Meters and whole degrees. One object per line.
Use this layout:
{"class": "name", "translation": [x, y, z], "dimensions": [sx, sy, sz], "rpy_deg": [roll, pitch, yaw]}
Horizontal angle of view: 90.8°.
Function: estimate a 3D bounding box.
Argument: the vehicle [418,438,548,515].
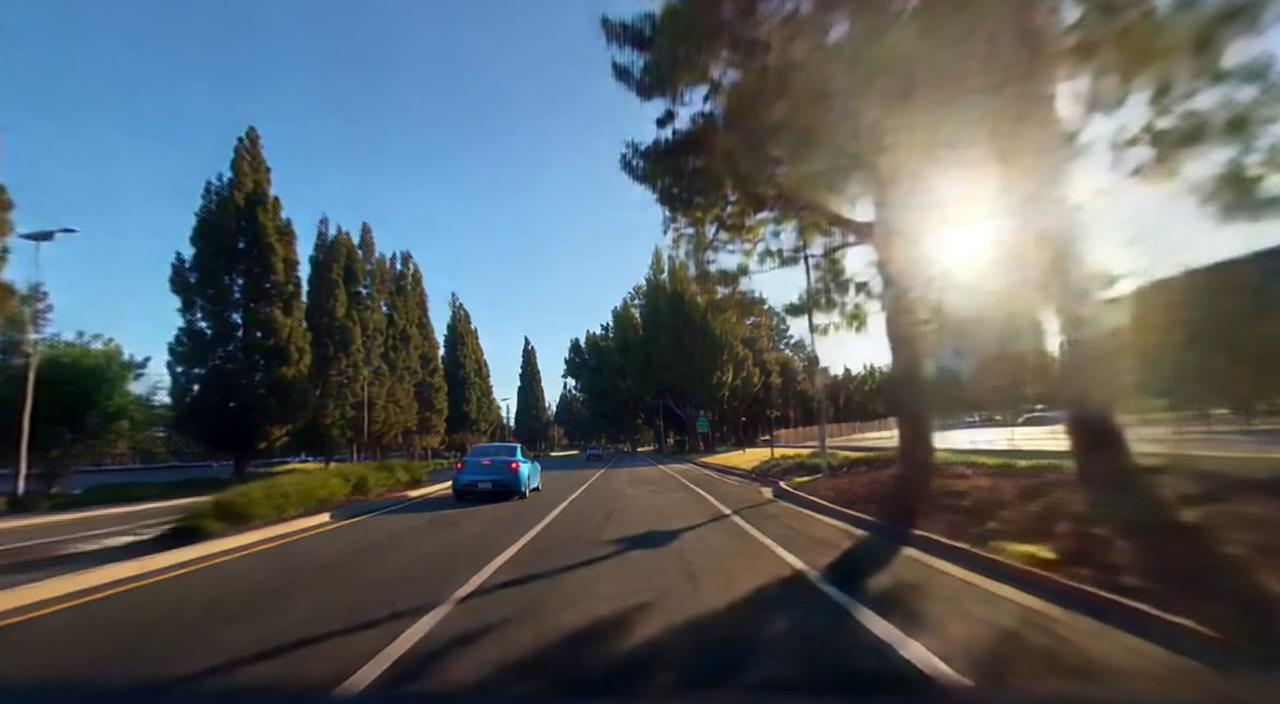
{"class": "vehicle", "translation": [-3.367, 2.740, 14.426], "dimensions": [1.964, 1.472, 4.078], "rpy_deg": [0, -8, -1]}
